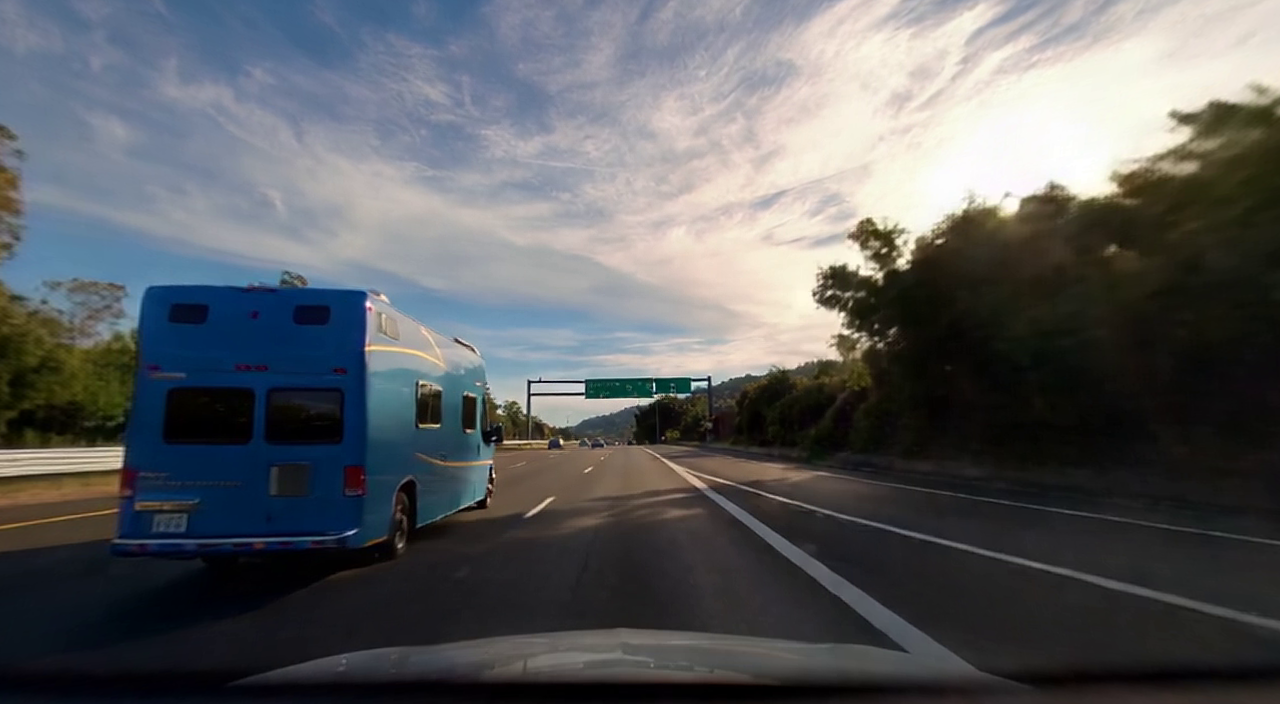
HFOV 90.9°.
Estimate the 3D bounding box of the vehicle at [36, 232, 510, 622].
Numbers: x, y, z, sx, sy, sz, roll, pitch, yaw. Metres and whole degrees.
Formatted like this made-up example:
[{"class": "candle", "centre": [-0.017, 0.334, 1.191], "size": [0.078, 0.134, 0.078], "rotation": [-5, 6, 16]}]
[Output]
[{"class": "vehicle", "centre": [-3.874, 0.997, 9.135], "size": [2.676, 3.269, 7.388], "rotation": [-2, -6, -2]}]
